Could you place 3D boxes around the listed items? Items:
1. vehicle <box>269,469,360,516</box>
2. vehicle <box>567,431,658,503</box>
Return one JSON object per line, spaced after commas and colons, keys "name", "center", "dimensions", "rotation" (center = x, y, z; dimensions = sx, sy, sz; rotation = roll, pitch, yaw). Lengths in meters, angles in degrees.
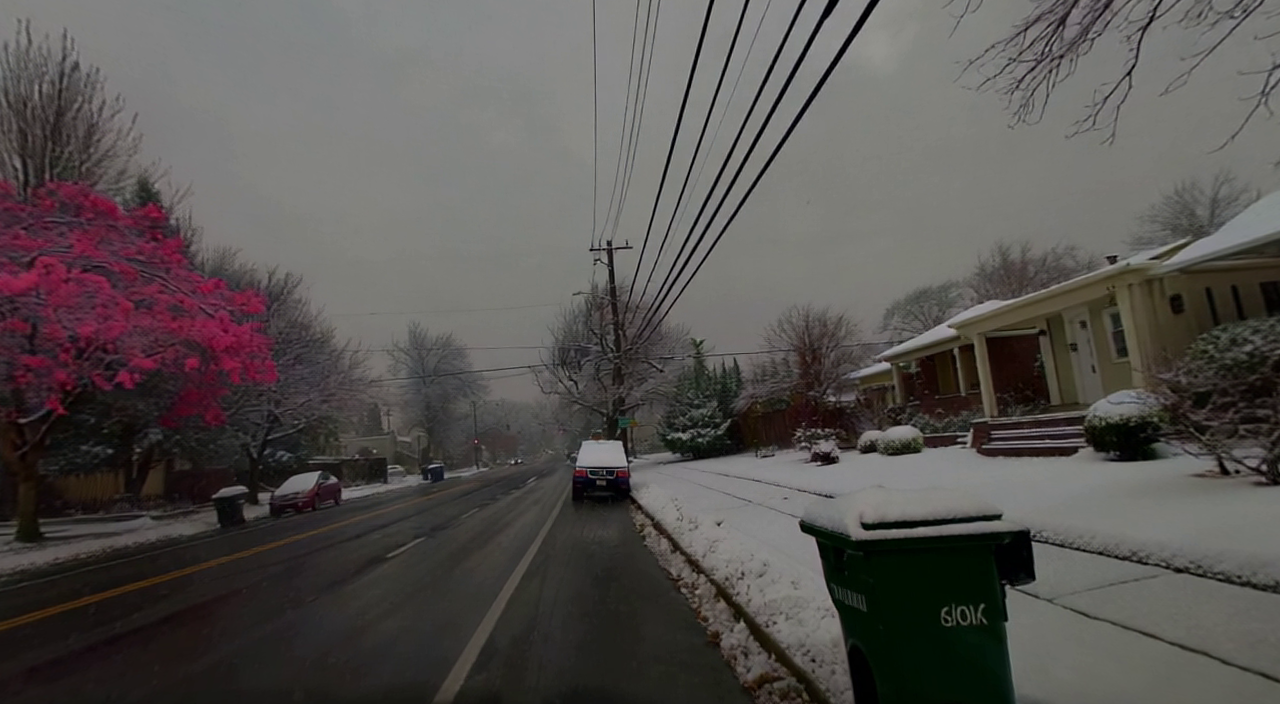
{"name": "vehicle", "center": [-13.758, 5.923, 26.985], "dimensions": [1.982, 1.660, 4.142], "rotation": [1, -8, -6]}
{"name": "vehicle", "center": [-0.821, 3.082, 17.382], "dimensions": [2.190, 1.708, 4.115], "rotation": [0, -8, -4]}
